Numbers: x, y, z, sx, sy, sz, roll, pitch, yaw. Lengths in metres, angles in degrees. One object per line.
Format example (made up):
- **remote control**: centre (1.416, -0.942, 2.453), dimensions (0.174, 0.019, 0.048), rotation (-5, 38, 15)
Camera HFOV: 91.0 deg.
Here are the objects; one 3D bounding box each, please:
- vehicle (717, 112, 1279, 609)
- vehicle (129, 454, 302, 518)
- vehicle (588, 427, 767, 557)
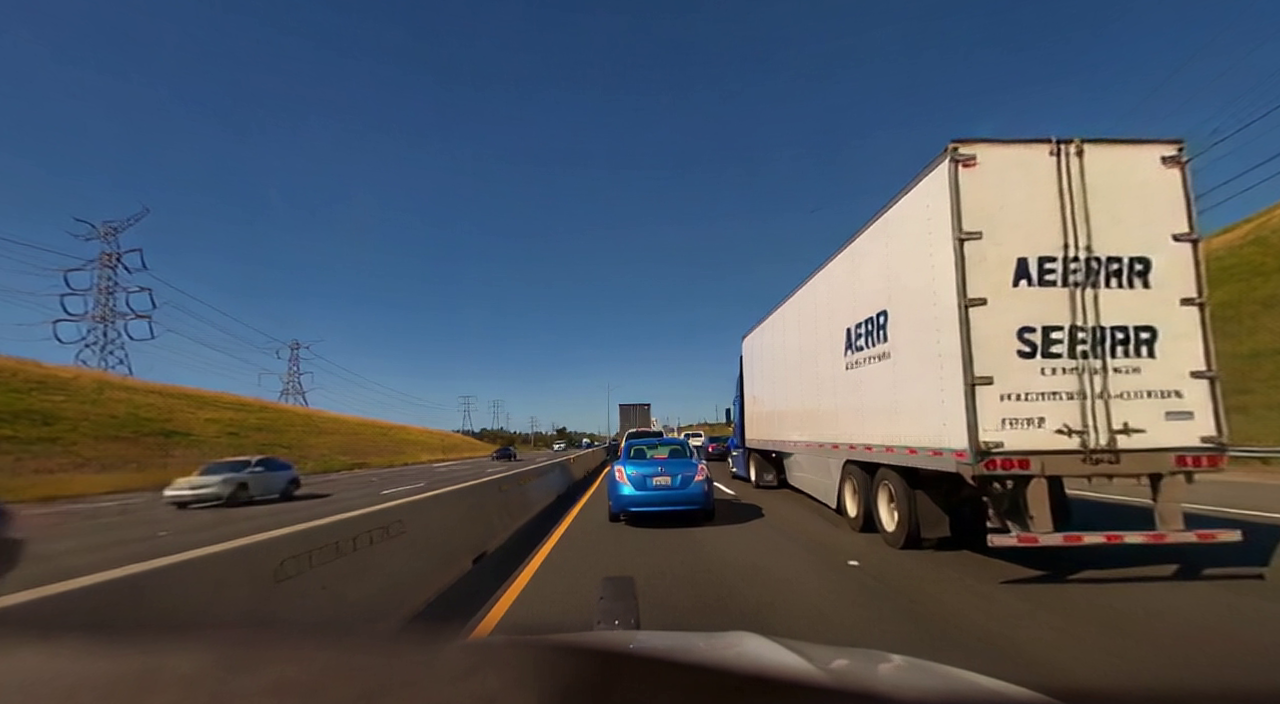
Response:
- **vehicle**: centre (4.198, 0.944, 12.220), dimensions (3.138, 4.065, 14.276), rotation (0, -8, -2)
- **vehicle**: centre (-11.786, 3.703, 17.938), dimensions (1.868, 1.468, 4.446), rotation (-1, -8, 0)
- **vehicle**: centre (0.358, 1.855, 9.058), dimensions (2.045, 1.446, 3.597), rotation (0, -8, -2)
